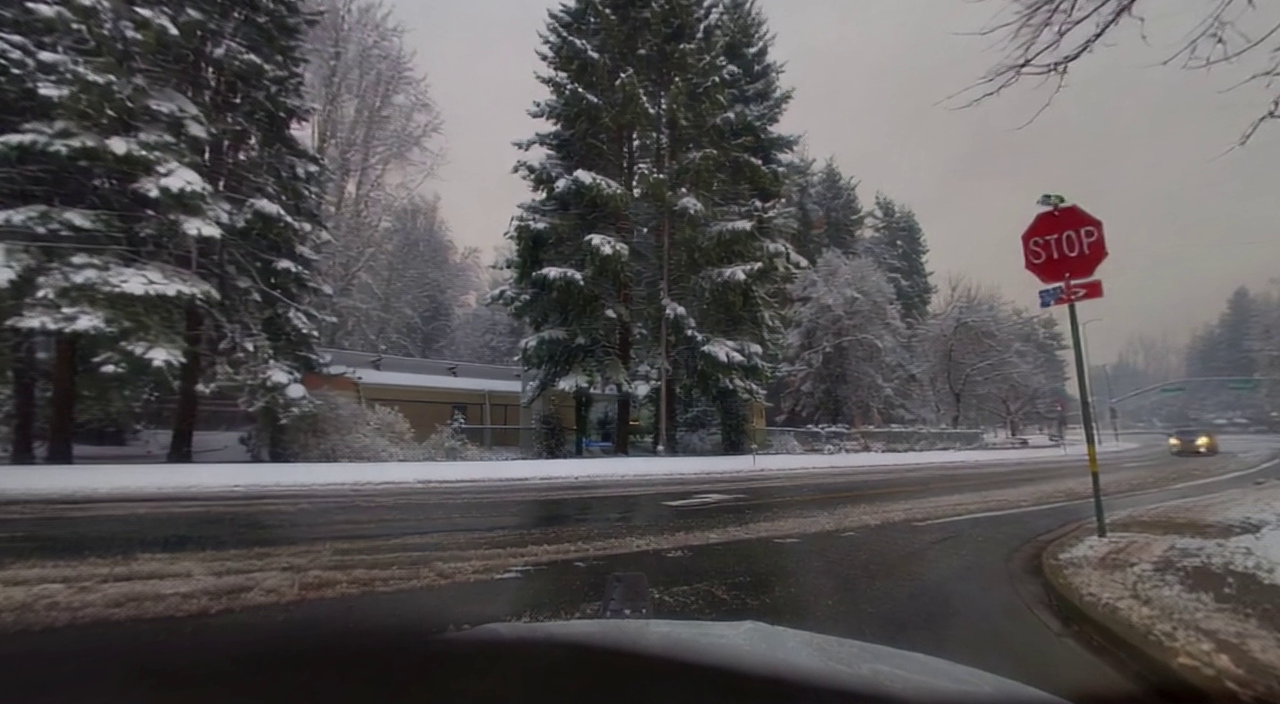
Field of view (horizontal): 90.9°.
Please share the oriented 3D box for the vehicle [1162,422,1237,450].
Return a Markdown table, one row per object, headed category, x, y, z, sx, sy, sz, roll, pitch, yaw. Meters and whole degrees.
| category | x | y | z | sx | sy | sz | roll | pitch | yaw |
| --- | --- | --- | --- | --- | --- | --- | --- | --- | --- |
| vehicle | 31.056 | 4.693 | 34.940 | 4.473 | 1.474 | 2.108 | 6 | -10 | -37 |
